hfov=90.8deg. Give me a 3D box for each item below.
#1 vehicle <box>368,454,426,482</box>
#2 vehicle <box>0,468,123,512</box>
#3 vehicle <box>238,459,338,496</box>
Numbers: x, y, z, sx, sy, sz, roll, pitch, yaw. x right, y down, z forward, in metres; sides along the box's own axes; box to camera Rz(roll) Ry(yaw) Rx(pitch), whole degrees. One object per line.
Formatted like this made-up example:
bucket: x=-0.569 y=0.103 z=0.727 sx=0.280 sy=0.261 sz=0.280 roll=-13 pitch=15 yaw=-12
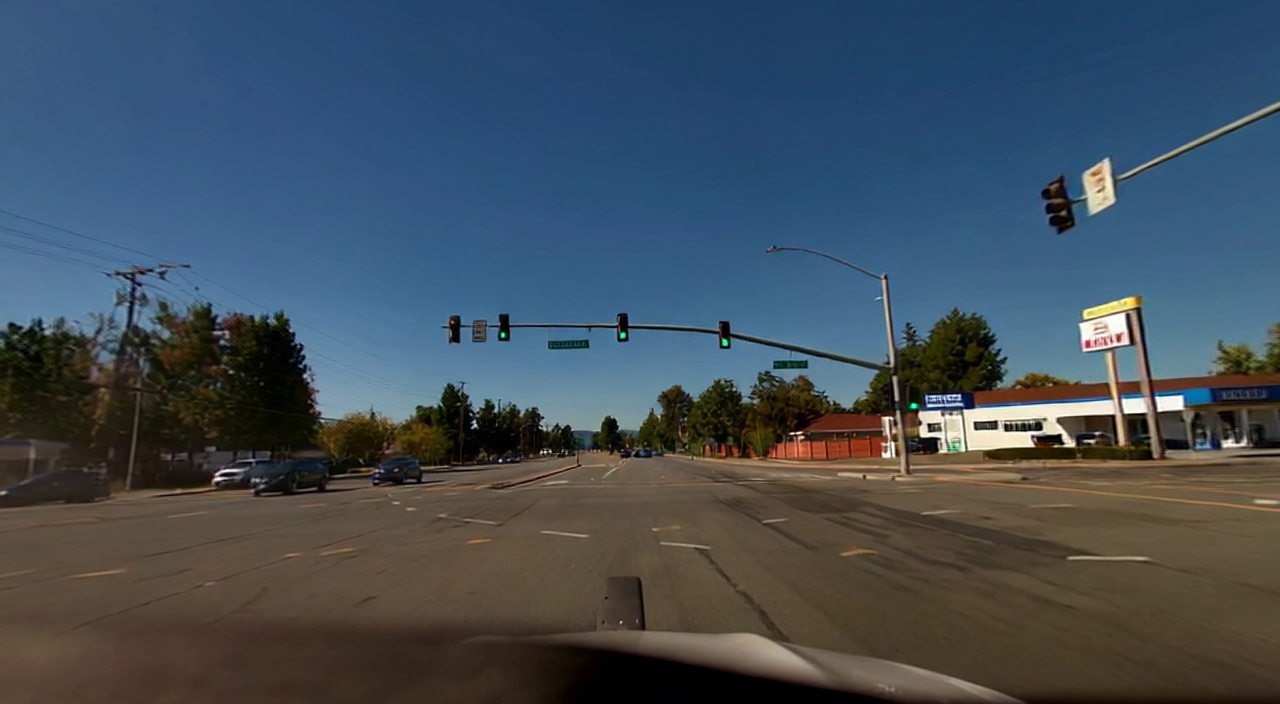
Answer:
vehicle: x=-15.480 y=7.396 z=40.450 sx=2.053 sy=1.598 sz=4.336 roll=0 pitch=-9 yaw=-1
vehicle: x=-24.530 y=5.687 z=26.435 sx=1.895 sy=1.483 sz=4.790 roll=0 pitch=-9 yaw=-3
vehicle: x=-15.340 y=5.464 z=27.844 sx=1.920 sy=1.434 sz=4.328 roll=0 pitch=-9 yaw=0
